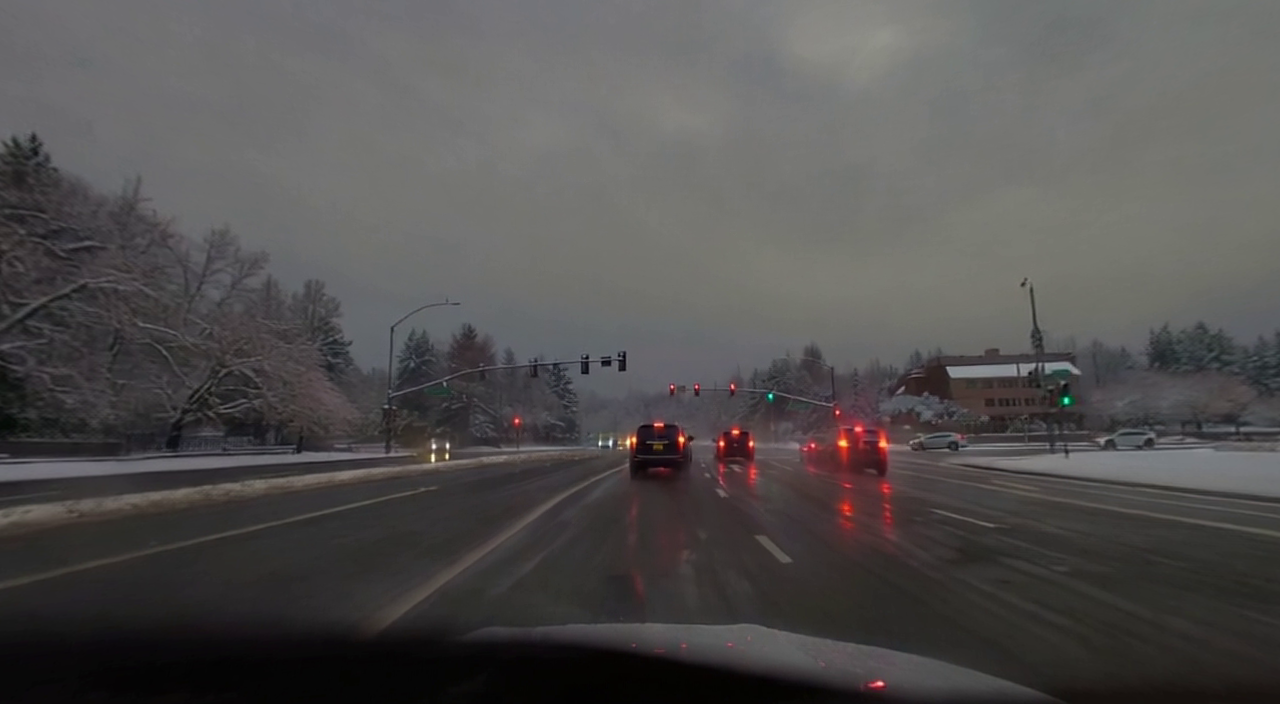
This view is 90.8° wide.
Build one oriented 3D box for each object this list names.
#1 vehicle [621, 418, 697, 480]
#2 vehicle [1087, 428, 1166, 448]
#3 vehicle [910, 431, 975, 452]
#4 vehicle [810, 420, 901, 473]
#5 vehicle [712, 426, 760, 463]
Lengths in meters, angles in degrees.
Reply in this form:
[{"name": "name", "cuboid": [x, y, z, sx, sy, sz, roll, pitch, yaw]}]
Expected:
[{"name": "vehicle", "cuboid": [0.662, 3.191, 20.739, 2.211, 1.795, 4.179, 0, -9, 3]}, {"name": "vehicle", "cuboid": [37.575, 6.710, 48.915, 4.596, 1.468, 1.785, -6, -11, 31]}, {"name": "vehicle", "cuboid": [23.764, 7.014, 49.684, 4.482, 1.465, 1.831, -3, -11, 29]}, {"name": "vehicle", "cuboid": [7.992, 3.594, 23.951, 2.074, 1.791, 4.393, 0, -9, 3]}, {"name": "vehicle", "cuboid": [4.865, 4.796, 32.559, 2.188, 1.774, 4.646, -1, -9, 6]}]
